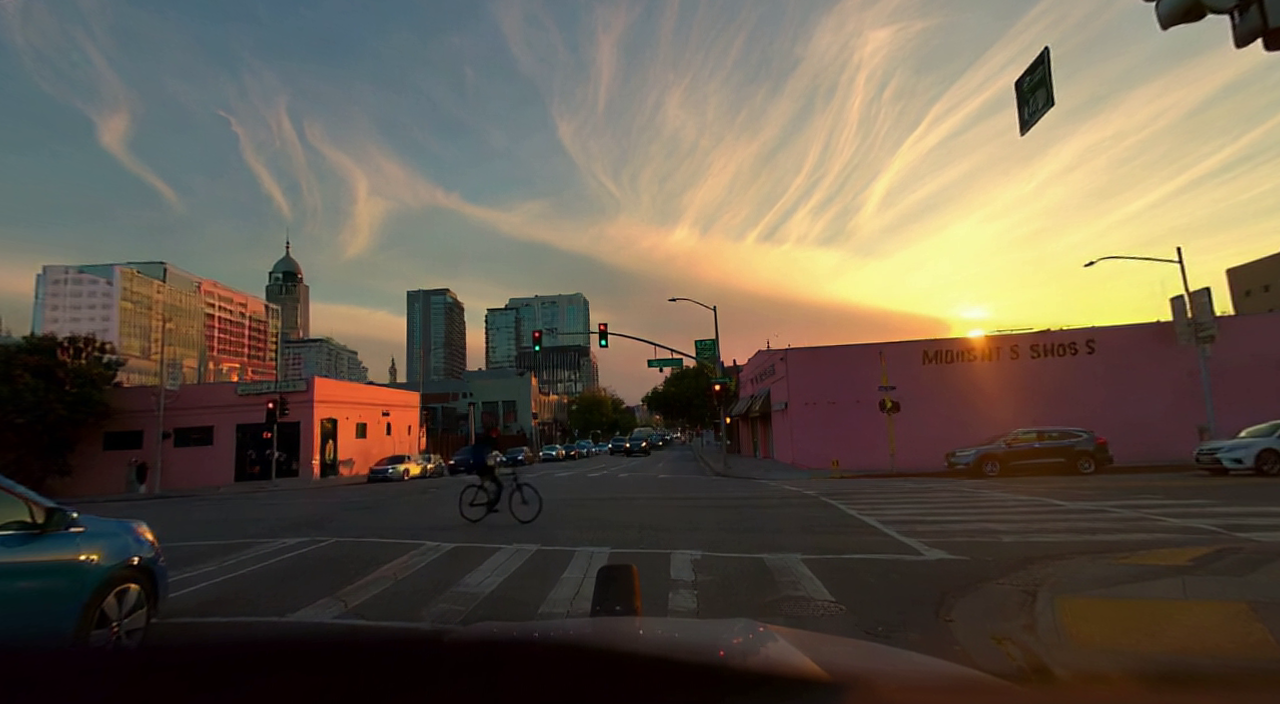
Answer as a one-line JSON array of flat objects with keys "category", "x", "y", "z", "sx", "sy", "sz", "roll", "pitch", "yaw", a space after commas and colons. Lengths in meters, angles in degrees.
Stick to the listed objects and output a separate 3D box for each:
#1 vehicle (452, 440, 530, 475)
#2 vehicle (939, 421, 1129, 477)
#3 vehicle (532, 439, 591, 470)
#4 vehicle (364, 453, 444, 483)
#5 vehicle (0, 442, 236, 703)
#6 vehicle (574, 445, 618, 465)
[{"category": "vehicle", "x": -8.382, "y": 5.975, "z": 36.053, "sx": 2.152, "sy": 1.825, "sz": 5.406, "roll": -2, "pitch": -9, "yaw": 12}, {"category": "vehicle", "x": 11.575, "y": 2.879, "z": 18.798, "sx": 4.355, "sy": 1.546, "sz": 1.820, "roll": -1, "pitch": -9, "yaw": 6}, {"category": "vehicle", "x": -4.494, "y": 5.979, "z": 36.871, "sx": 1.928, "sy": 1.647, "sz": 4.575, "roll": -2, "pitch": -9, "yaw": 13}, {"category": "vehicle", "x": -12.566, "y": 6.175, "z": 33.893, "sx": 1.976, "sy": 1.425, "sz": 4.567, "roll": -1, "pitch": -9, "yaw": 9}, {"category": "vehicle", "x": -3.683, "y": 0.973, "z": 2.154, "sx": 1.759, "sy": 1.325, "sz": 4.295, "roll": 0, "pitch": -9, "yaw": 0}, {"category": "vehicle", "x": -3.009, "y": 7.187, "z": 44.124, "sx": 1.743, "sy": 1.362, "sz": 4.350, "roll": -2, "pitch": -9, "yaw": 14}]
